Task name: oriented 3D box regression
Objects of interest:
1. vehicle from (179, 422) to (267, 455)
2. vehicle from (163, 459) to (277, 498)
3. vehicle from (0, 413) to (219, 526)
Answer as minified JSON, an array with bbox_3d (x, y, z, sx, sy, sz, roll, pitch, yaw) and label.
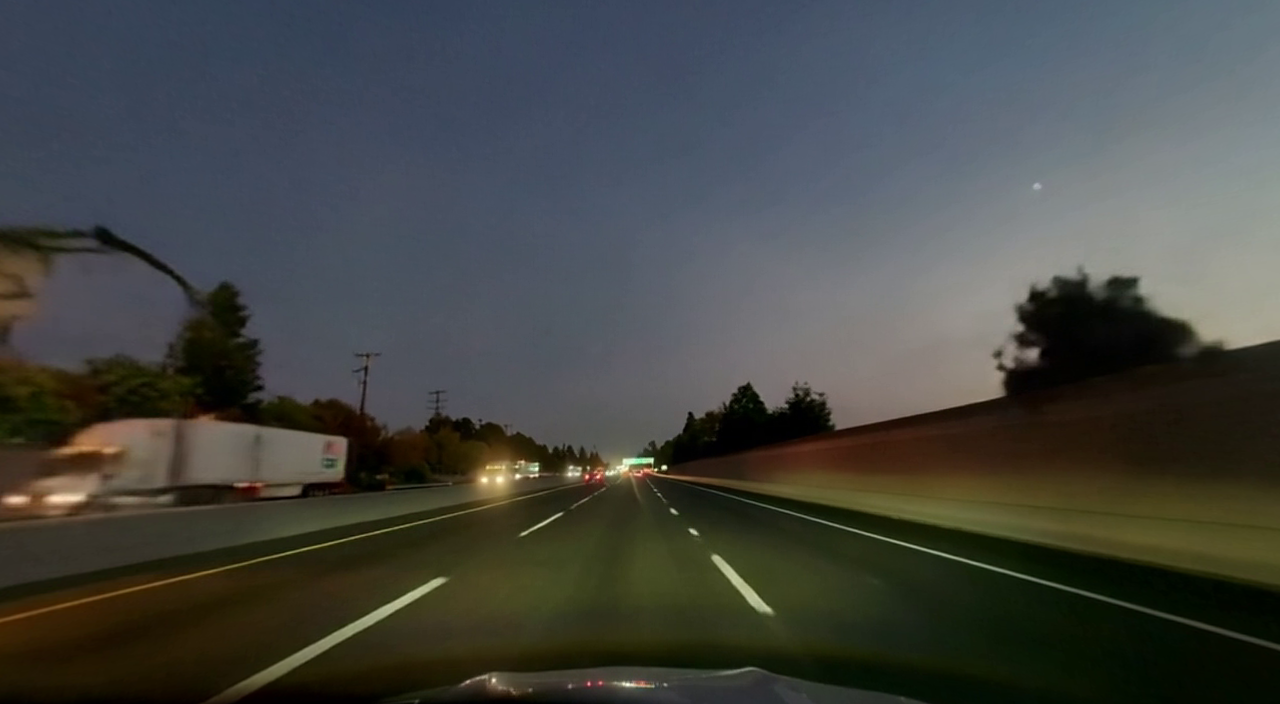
[{"bbox_3d":[-21.467,4.547,32.672,1.736,1.491,4.120,-1,-11,0],"label":"vehicle"},{"bbox_3d":[-21.421,6.471,32.503,2.123,1.807,5.559,1,-10,-1],"label":"vehicle"},{"bbox_3d":[-21.404,4.762,25.723,2.975,3.858,7.495,1,-11,0],"label":"vehicle"}]
